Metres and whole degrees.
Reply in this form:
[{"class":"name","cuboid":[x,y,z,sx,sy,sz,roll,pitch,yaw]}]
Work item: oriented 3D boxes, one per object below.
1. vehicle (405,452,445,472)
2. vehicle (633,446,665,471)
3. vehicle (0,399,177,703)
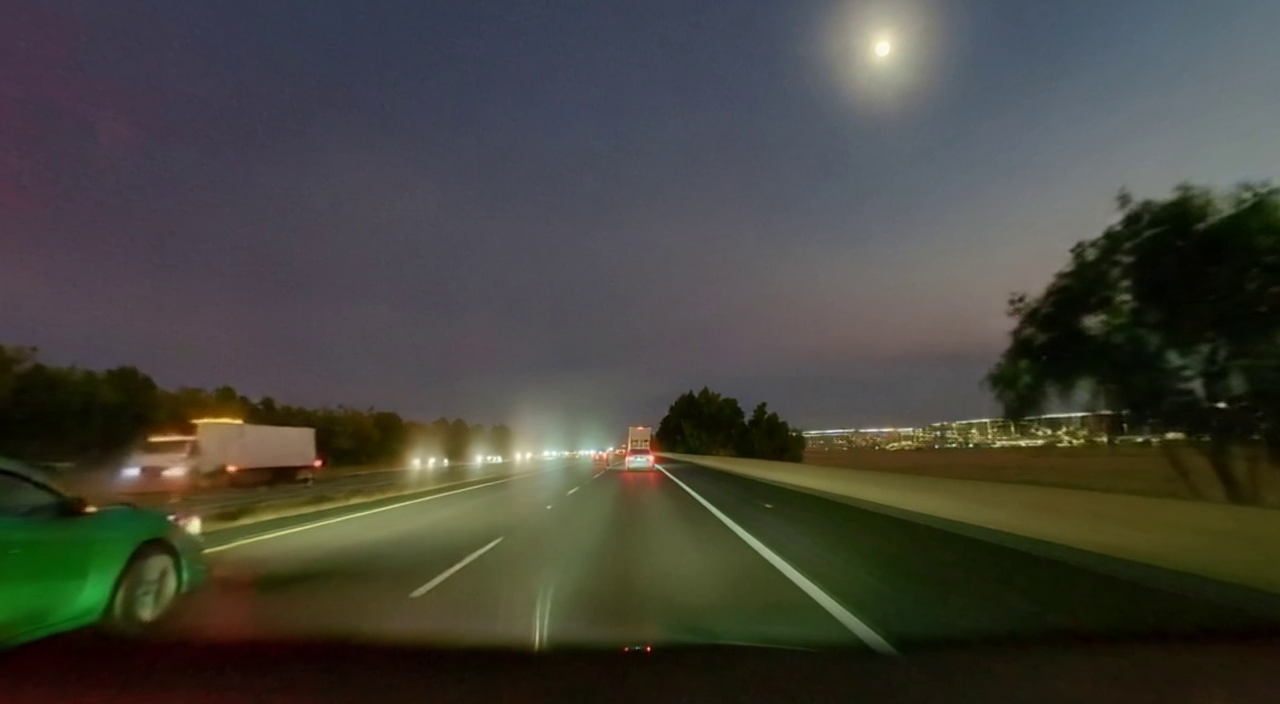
[{"class":"vehicle","cuboid":[-16.882,8.628,49.681,1.921,1.452,3.579,0,-9,0]},{"class":"vehicle","cuboid":[0.554,7.078,42.116,1.992,1.593,3.937,0,-9,-1]},{"class":"vehicle","cuboid":[-4.263,0.881,2.260,2.172,1.548,3.953,0,-9,0]}]
